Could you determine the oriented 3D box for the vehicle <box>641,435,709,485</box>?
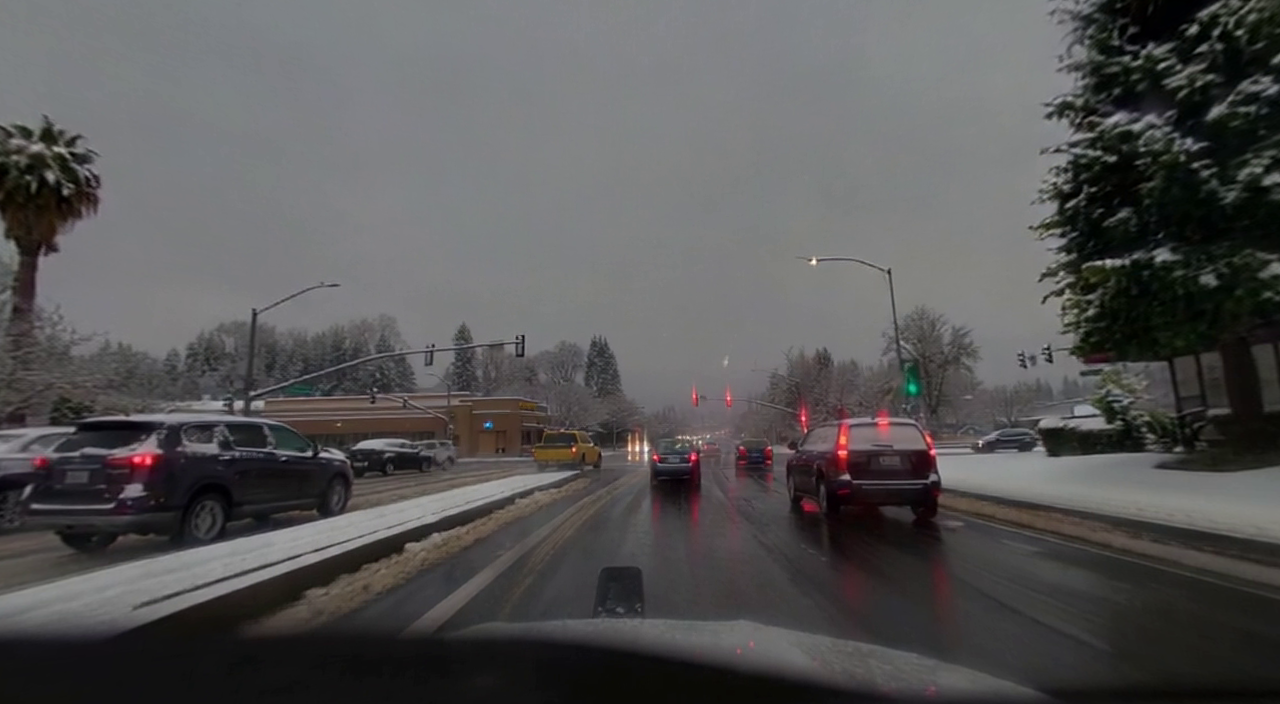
[{"bbox_3d":[1.181,3.582,21.182,2.057,1.492,3.825,-1,-9,4],"label":"vehicle"}]

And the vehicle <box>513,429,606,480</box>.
[{"bbox_3d":[-2.923,3.919,24.315,2.088,1.746,4.650,-2,-9,12],"label":"vehicle"}]

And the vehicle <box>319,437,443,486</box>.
[{"bbox_3d":[-8.583,3.662,21.459,2.017,1.472,4.418,-1,-9,5],"label":"vehicle"}]

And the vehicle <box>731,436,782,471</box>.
[{"bbox_3d":[5.482,4.828,30.179,2.149,1.532,4.168,-1,-9,7],"label":"vehicle"}]

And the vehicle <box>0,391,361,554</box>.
[{"bbox_3d":[-6.554,1.764,9.806,2.127,1.888,4.637,-1,-9,3],"label":"vehicle"}]

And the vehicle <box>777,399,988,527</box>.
[{"bbox_3d":[4.245,2.074,12.255,2.267,1.931,5.145,-1,-8,3],"label":"vehicle"}]
